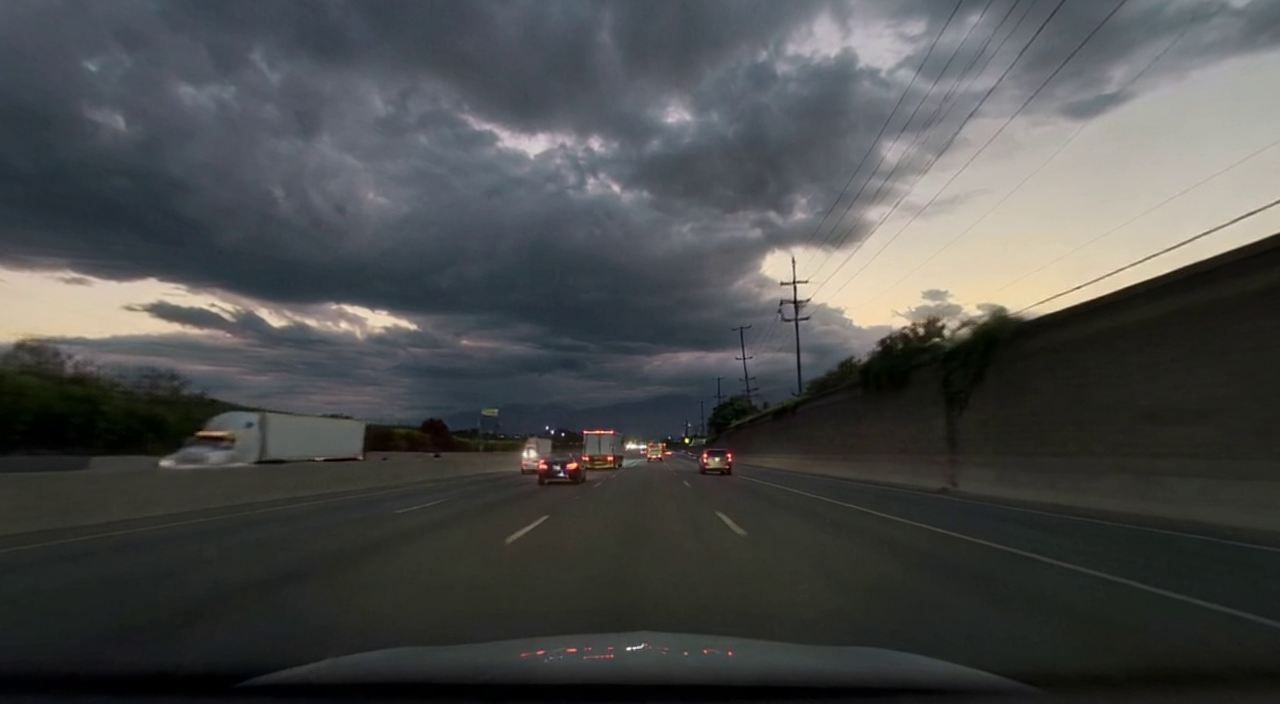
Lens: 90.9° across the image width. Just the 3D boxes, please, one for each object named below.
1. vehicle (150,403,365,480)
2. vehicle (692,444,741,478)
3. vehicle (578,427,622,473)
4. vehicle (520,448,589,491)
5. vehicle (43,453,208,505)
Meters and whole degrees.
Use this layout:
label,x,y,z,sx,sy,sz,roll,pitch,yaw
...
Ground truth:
label,x,y,z,sx,sy,sz,roll,pitch,yaw
vehicle,-23.296,5.882,40.762,3.102,3.946,16.831,0,-9,1
vehicle,4.359,6.293,36.622,2.214,1.799,4.627,0,-9,-1
vehicle,-2.901,7.354,47.421,2.632,3.153,6.879,0,-9,2
vehicle,-3.188,4.474,24.281,2.004,1.498,4.043,0,-9,1
vehicle,-15.519,3.811,19.310,1.773,1.382,3.814,0,-9,1
